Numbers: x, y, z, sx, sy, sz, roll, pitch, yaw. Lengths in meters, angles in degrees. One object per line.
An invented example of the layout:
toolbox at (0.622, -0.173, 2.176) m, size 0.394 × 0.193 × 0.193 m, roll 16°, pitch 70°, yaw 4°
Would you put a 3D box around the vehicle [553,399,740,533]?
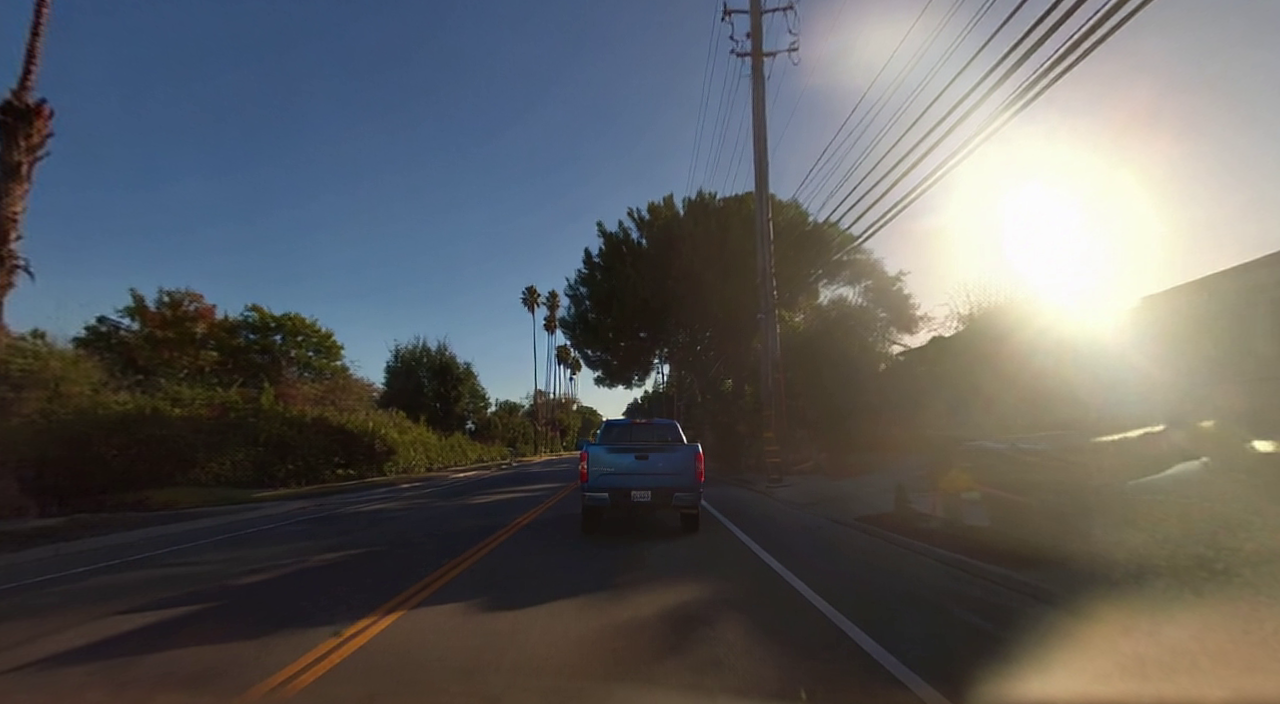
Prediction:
vehicle at (0.052, 2.156, 12.498) m, size 2.803 × 2.005 × 5.885 m, roll 0°, pitch -8°, yaw -1°
